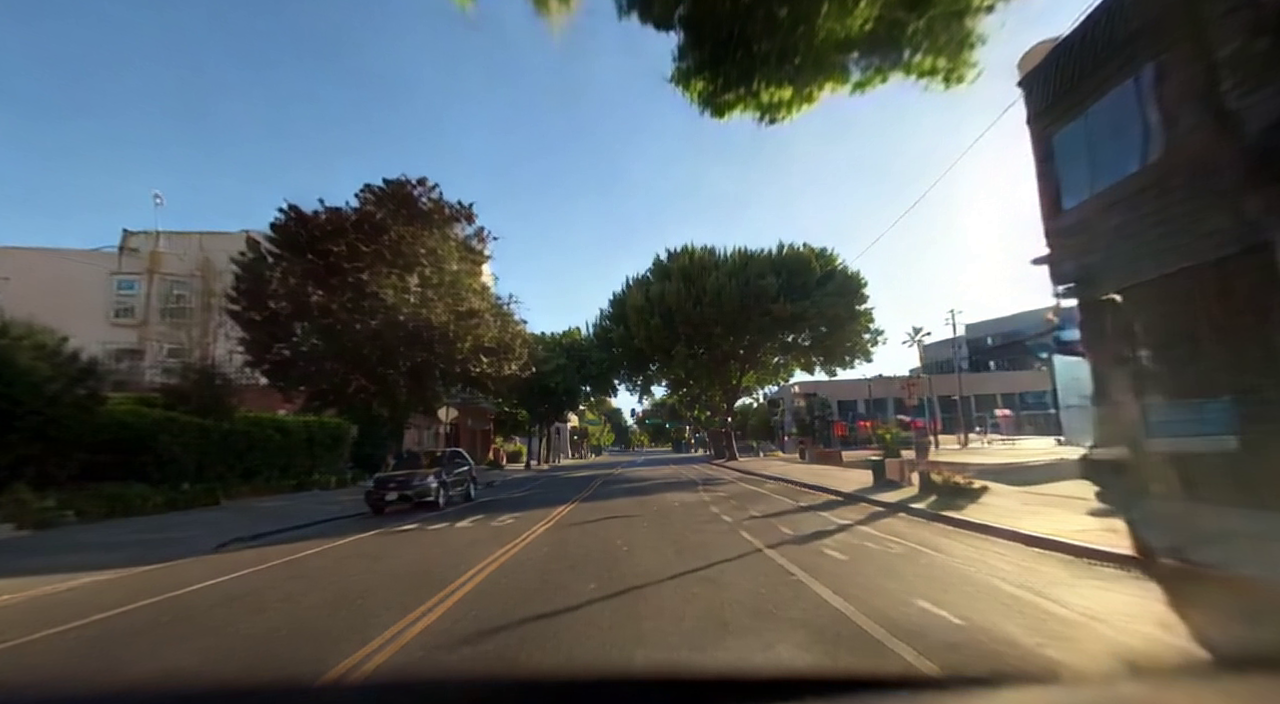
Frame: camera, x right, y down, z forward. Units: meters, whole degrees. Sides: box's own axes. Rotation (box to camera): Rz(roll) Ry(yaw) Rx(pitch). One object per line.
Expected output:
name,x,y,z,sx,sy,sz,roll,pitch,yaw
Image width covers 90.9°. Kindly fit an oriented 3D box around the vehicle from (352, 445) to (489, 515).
vehicle,-6.099,3.572,18.287,2.147,1.701,4.879,-1,-8,1
